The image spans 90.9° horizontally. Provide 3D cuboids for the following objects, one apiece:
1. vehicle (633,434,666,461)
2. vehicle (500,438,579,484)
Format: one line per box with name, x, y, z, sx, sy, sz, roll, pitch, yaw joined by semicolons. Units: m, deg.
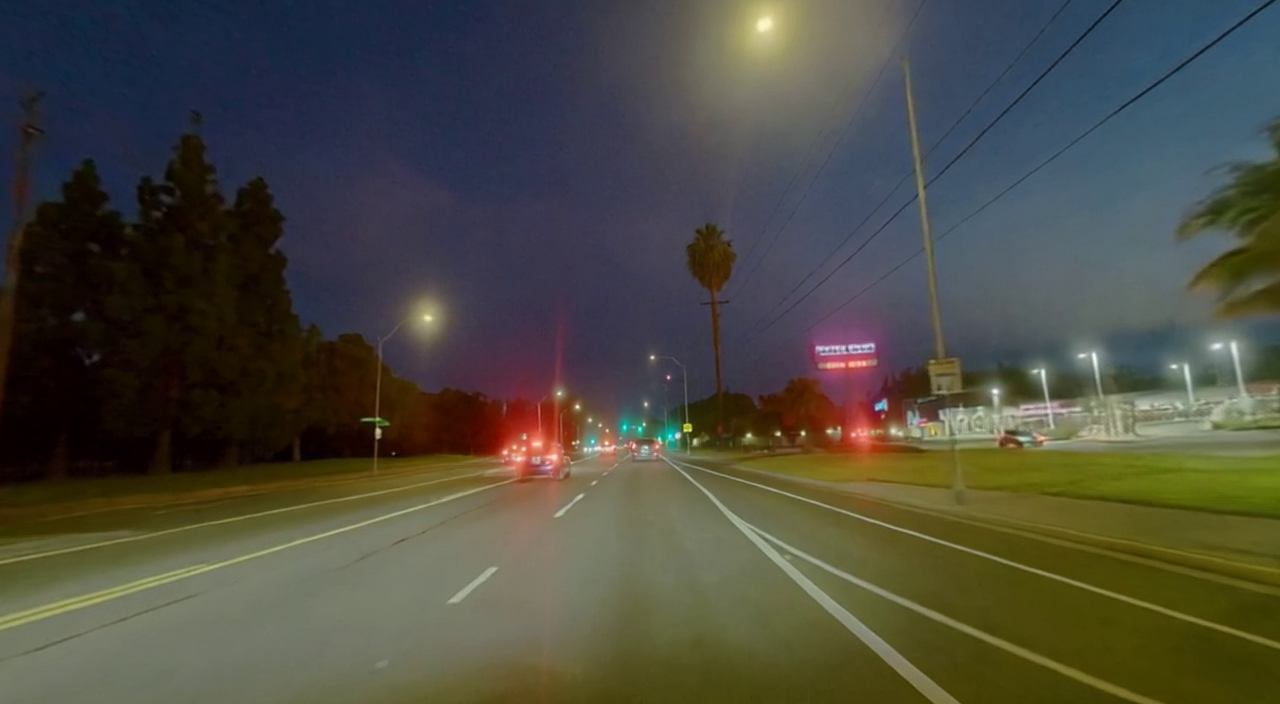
vehicle;0.634;6.683;44.130;2.155;1.781;3.977;0;-9;0
vehicle;-3.411;3.798;22.228;1.982;1.451;4.152;-1;-9;2
